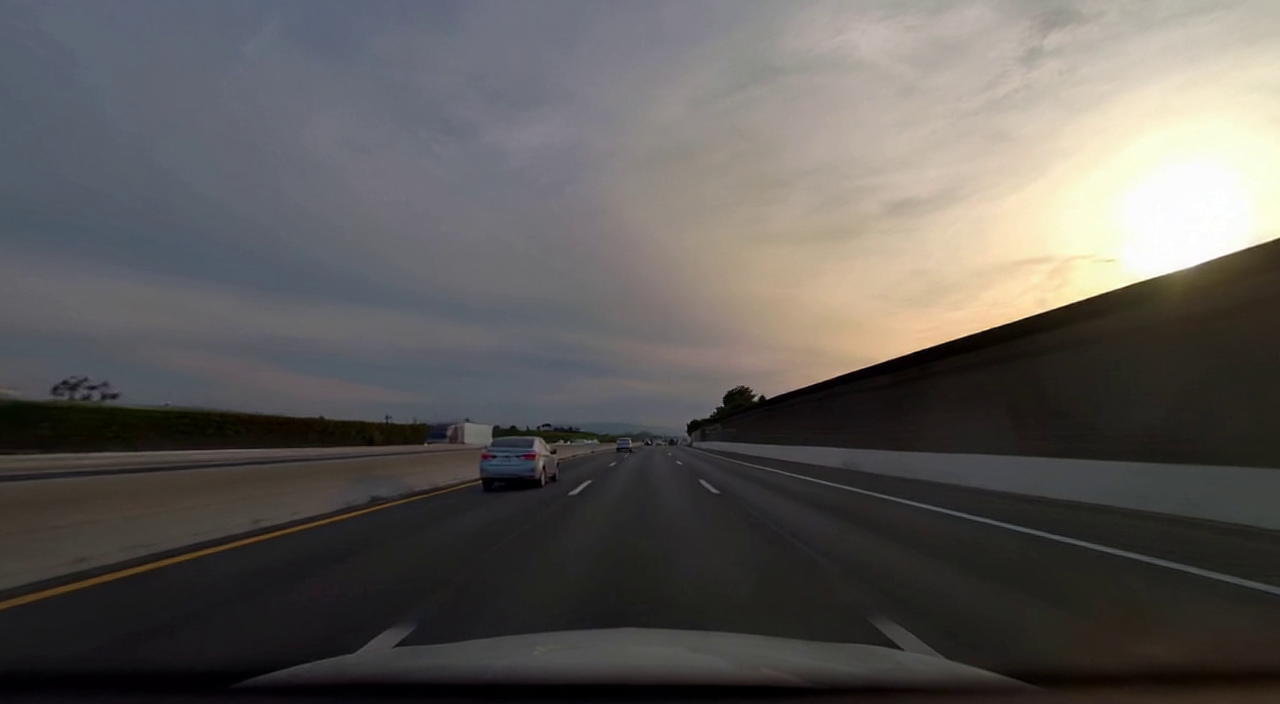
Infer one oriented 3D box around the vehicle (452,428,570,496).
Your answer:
[{"bbox_3d":[-3.312,2.946,17.272,2.053,1.587,4.855,0,-8,2],"label":"vehicle"}]
